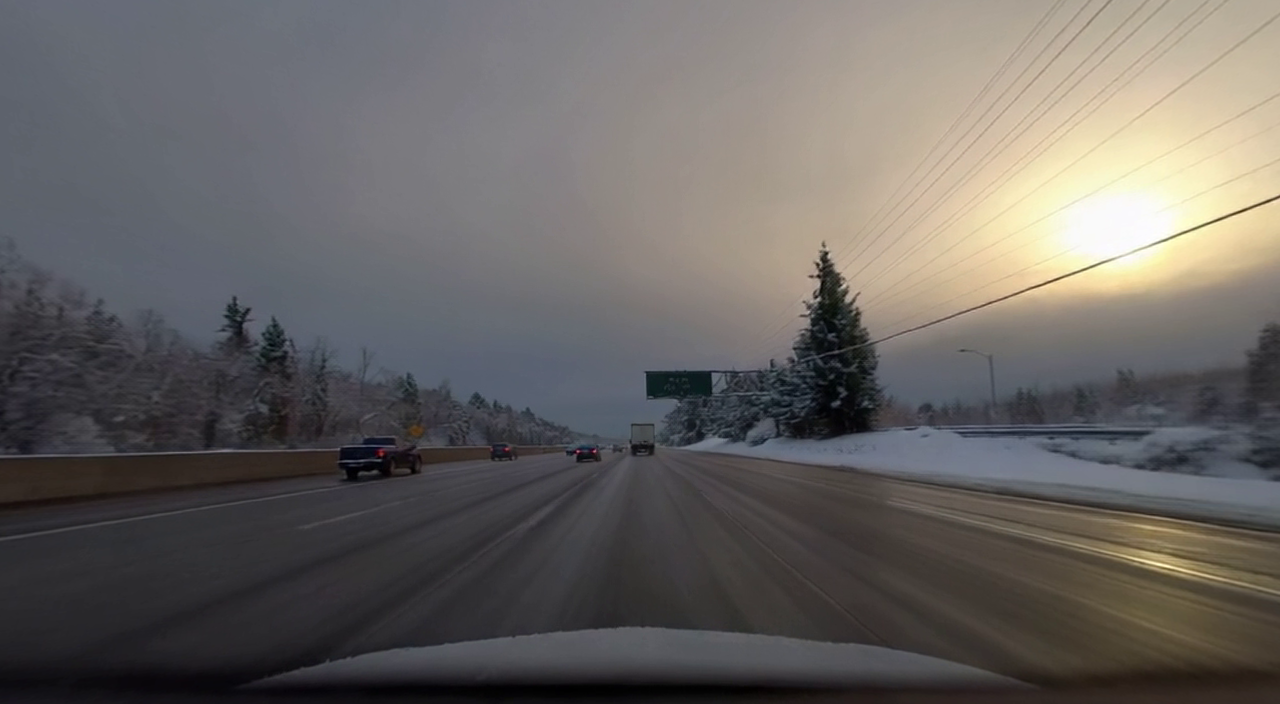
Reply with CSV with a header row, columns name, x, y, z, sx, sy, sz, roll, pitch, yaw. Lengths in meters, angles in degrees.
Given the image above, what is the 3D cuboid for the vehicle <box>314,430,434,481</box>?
name,x,y,z,sx,sy,sz,roll,pitch,yaw
vehicle,-10.614,4.203,25.816,2.310,1.853,5.817,0,-9,1

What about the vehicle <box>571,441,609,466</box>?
name,x,y,z,sx,sy,sz,roll,pitch,yaw
vehicle,-3.268,6.743,41.826,2.045,1.532,4.954,0,-9,1
